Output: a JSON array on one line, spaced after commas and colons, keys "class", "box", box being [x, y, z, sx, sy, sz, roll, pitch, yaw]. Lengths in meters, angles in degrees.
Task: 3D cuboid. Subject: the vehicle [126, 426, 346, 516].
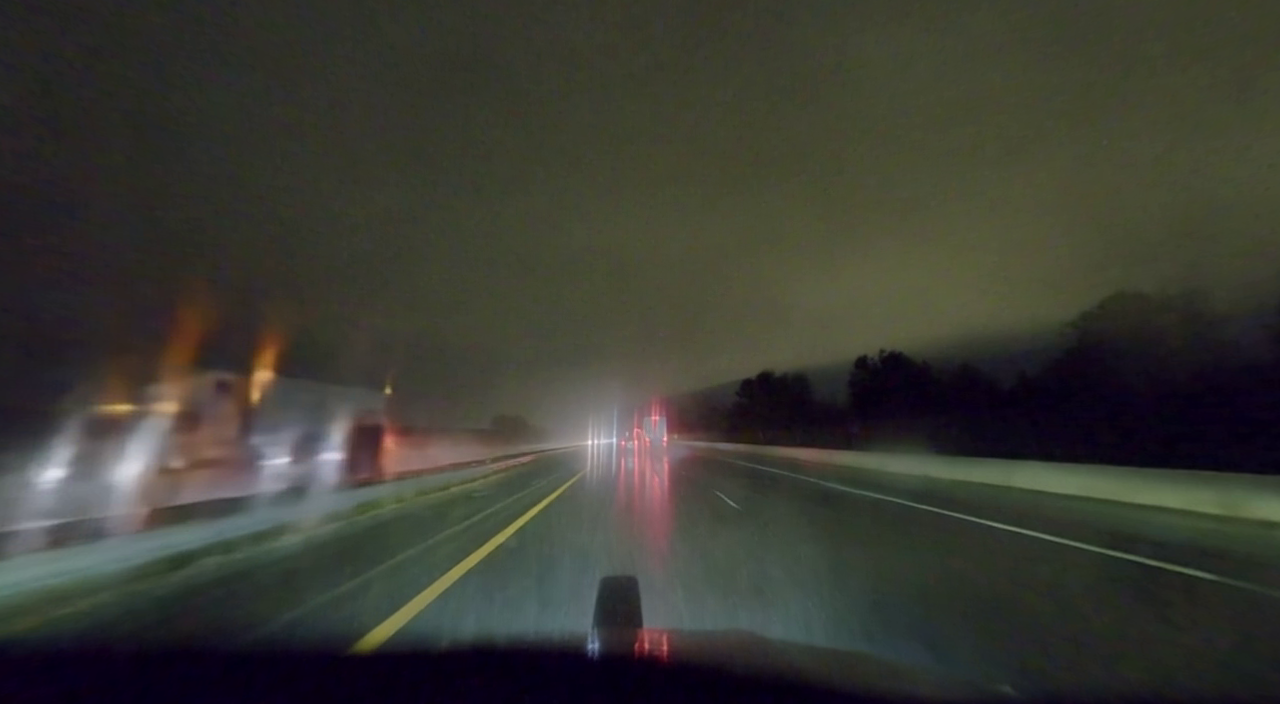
[{"class": "vehicle", "box": [-8.925, 2.618, 14.531, 2.058, 1.735, 4.603, 0, -8, -1]}]

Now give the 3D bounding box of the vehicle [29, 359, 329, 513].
[{"class": "vehicle", "box": [-13.105, 2.536, 19.398, 2.653, 3.576, 8.959, -1, -7, -1]}]
